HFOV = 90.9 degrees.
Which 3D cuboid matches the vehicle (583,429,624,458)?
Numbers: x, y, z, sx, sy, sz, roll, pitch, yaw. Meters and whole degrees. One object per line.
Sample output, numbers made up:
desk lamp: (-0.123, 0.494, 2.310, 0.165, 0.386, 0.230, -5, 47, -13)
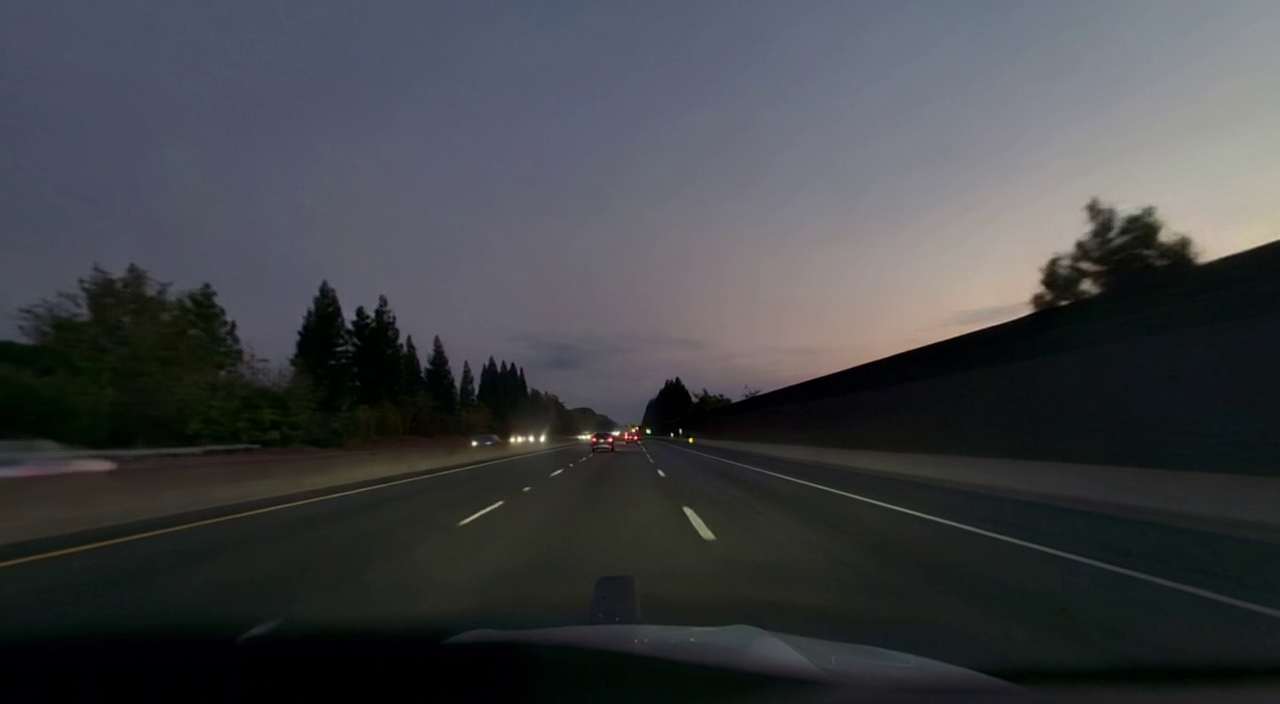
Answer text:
vehicle: (-2.236, 5.748, 39.847, 2.306, 1.730, 4.606, 0, -8, 1)
